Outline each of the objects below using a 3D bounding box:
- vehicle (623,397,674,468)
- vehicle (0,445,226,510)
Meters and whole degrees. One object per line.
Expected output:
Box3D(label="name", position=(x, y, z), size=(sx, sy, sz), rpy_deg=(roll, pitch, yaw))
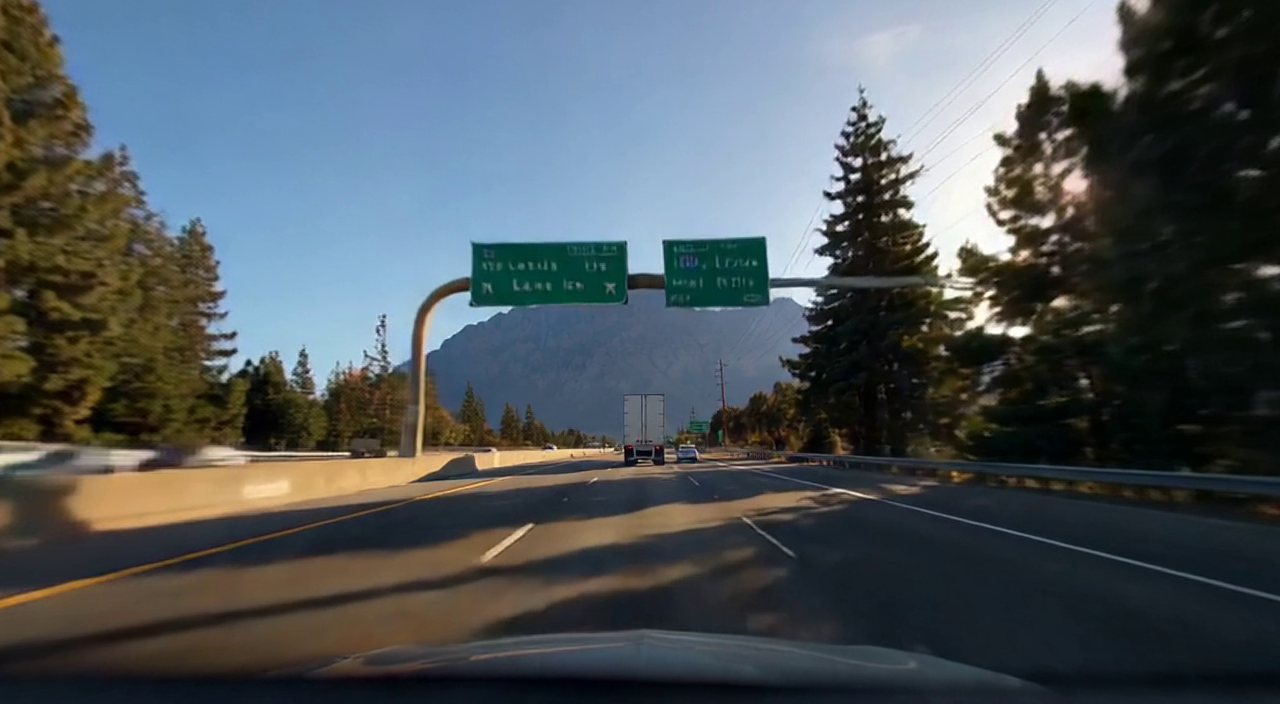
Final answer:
Box3D(label="vehicle", position=(0.394, 5.519, 42.516), size=(2.919, 4.101, 11.541), rpy_deg=(0, -8, -1))
Box3D(label="vehicle", position=(-16.140, 3.781, 19.824), size=(2.048, 1.702, 6.079), rpy_deg=(0, -8, 1))
